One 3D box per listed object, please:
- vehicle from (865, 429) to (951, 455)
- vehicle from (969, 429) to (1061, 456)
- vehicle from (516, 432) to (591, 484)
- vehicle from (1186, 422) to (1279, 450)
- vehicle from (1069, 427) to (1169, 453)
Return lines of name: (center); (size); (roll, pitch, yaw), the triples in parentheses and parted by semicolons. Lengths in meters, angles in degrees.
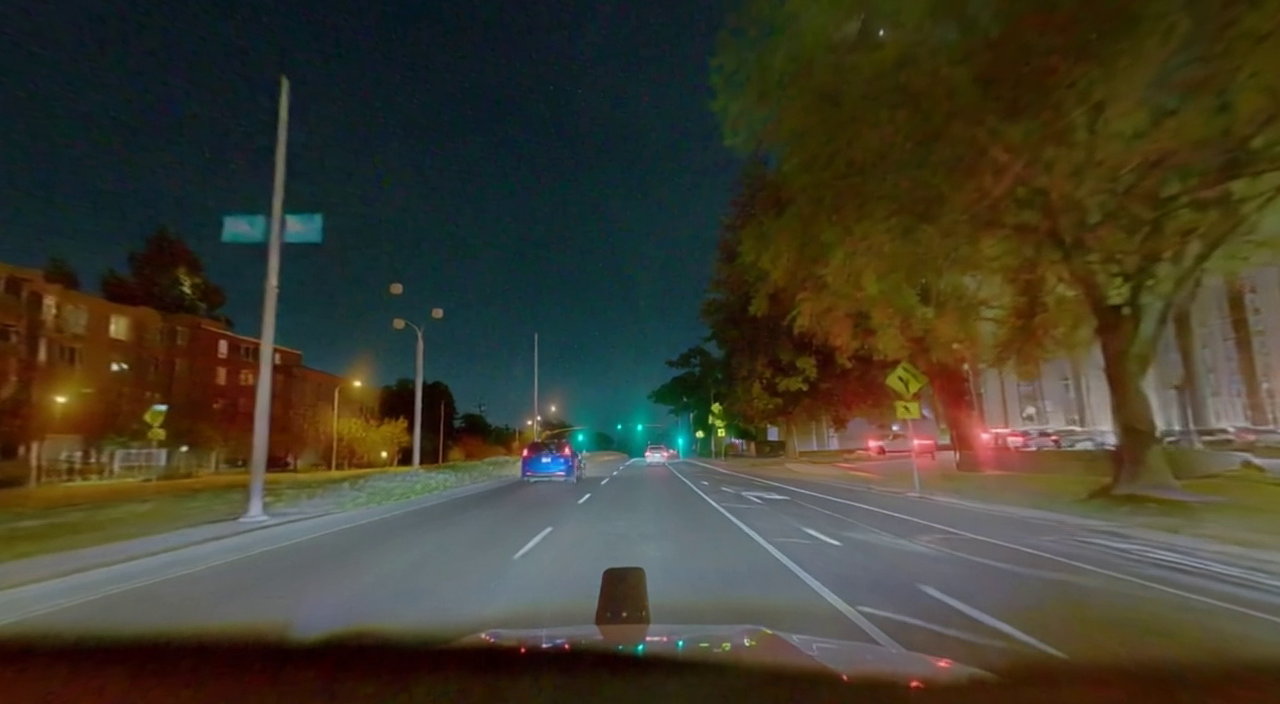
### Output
vehicle: (20.515, 6.926, 48.349); (5.571, 1.931, 2.145); (0, -8, 0)
vehicle: (22.768, 5.517, 38.389); (4.325, 1.534, 1.876); (0, -8, 0)
vehicle: (-3.253, 4.090, 24.628); (2.150, 1.812, 4.423); (0, -8, 2)
vehicle: (36.416, 5.151, 38.763); (4.045, 1.426, 1.701); (-2, -4, 1)
vehicle: (29.040, 5.392, 38.324); (4.479, 1.470, 1.823); (-1, -9, 2)
